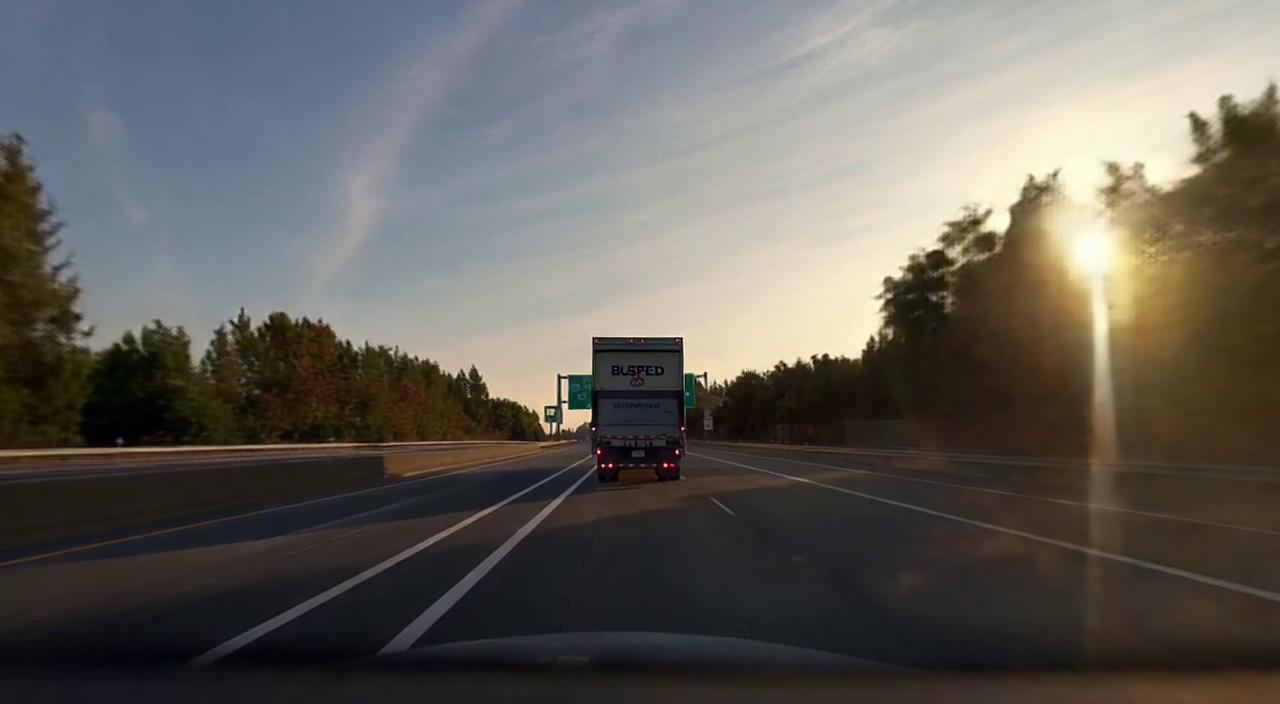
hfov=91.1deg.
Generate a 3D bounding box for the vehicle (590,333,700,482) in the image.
[{"bbox_3d":[0.023,2.023,20.839,2.870,3.911,8.697,0,-8,-1],"label":"vehicle"}]
